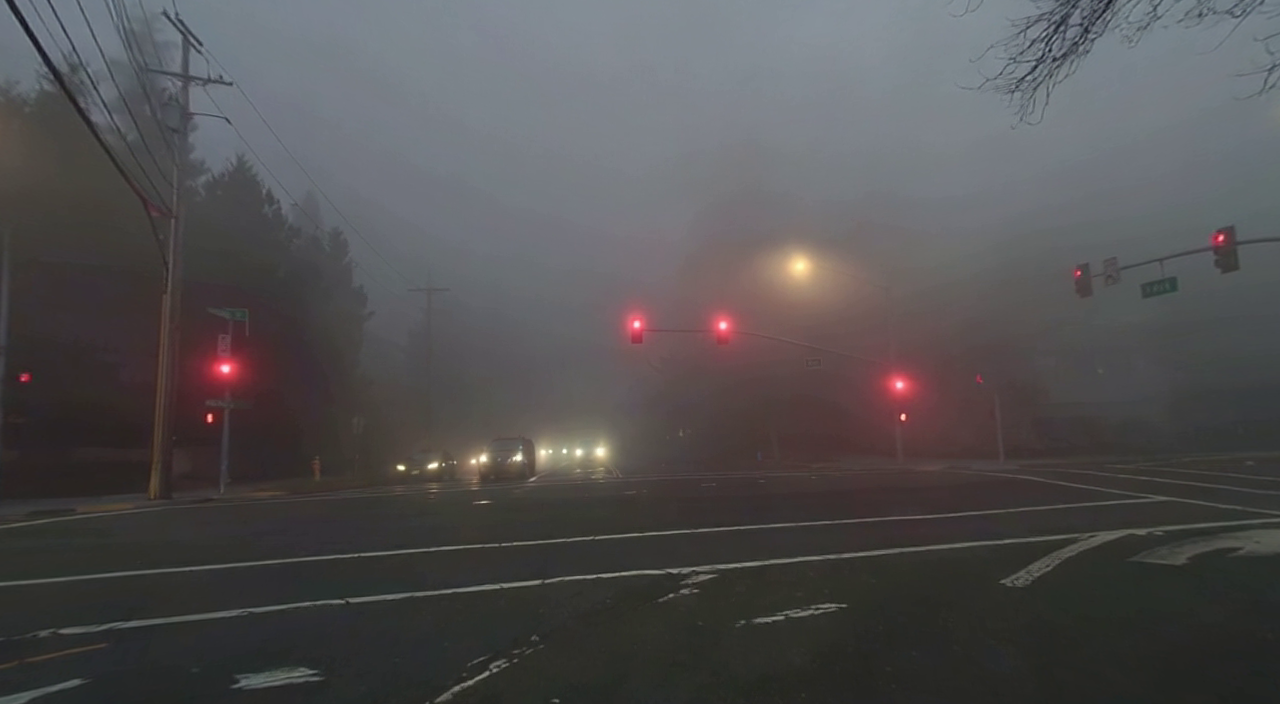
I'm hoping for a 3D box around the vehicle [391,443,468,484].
[{"bbox_3d":[-10.176,5.389,30.977,2.241,1.819,4.690,0,-9,-1],"label":"vehicle"}]

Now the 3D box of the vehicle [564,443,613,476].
[{"bbox_3d":[-2.413,5.218,30.934,2.174,1.477,4.805,0,-9,-2],"label":"vehicle"}]

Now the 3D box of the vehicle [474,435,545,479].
[{"bbox_3d":[-6.401,5.234,31.773,2.479,1.977,5.254,0,-9,-1],"label":"vehicle"}]
